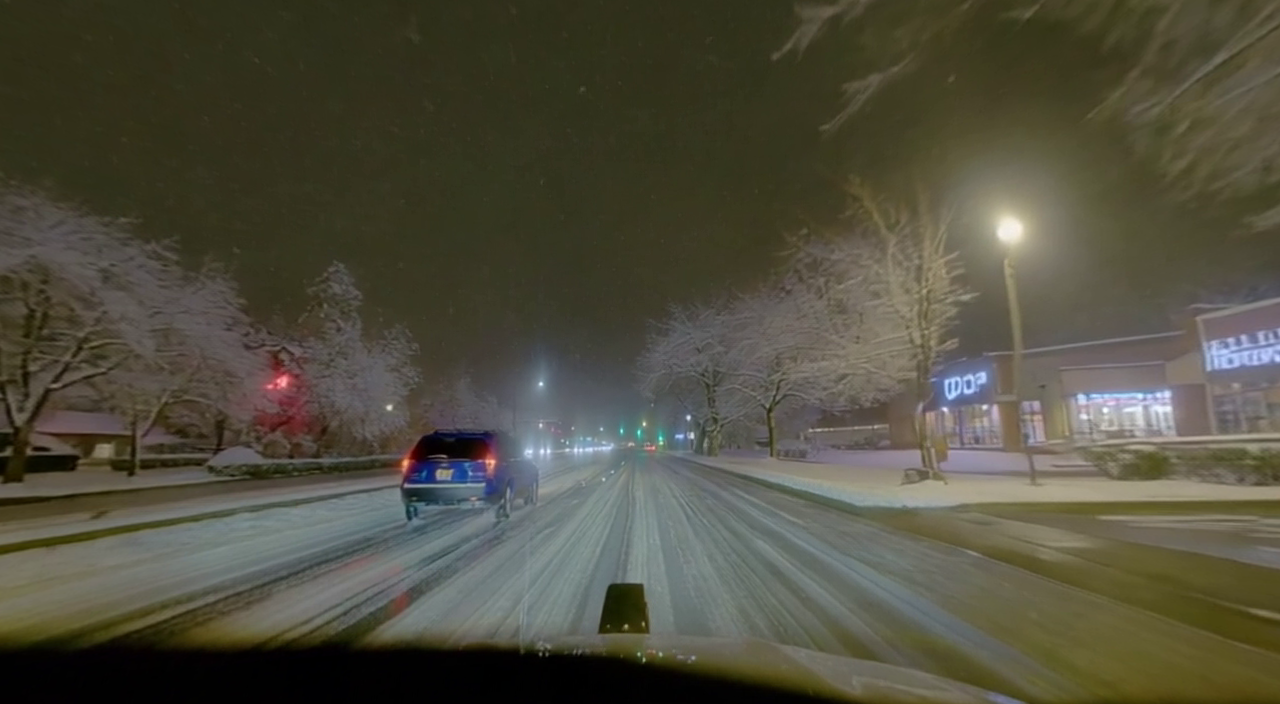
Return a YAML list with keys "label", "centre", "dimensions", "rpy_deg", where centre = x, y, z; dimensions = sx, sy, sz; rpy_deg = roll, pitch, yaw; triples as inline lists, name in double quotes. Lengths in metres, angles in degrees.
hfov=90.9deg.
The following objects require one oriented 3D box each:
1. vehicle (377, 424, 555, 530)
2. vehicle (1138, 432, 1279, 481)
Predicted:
- label: "vehicle"
  centre: [-3.041, 2.280, 12.101]
  dimensions: [2.127, 1.654, 4.121]
  rpy_deg: [-1, -8, 2]
- label: "vehicle"
  centre: [21.773, 3.911, 23.934]
  dimensions: [1.917, 1.646, 4.676]
  rpy_deg: [-1, -8, 1]
